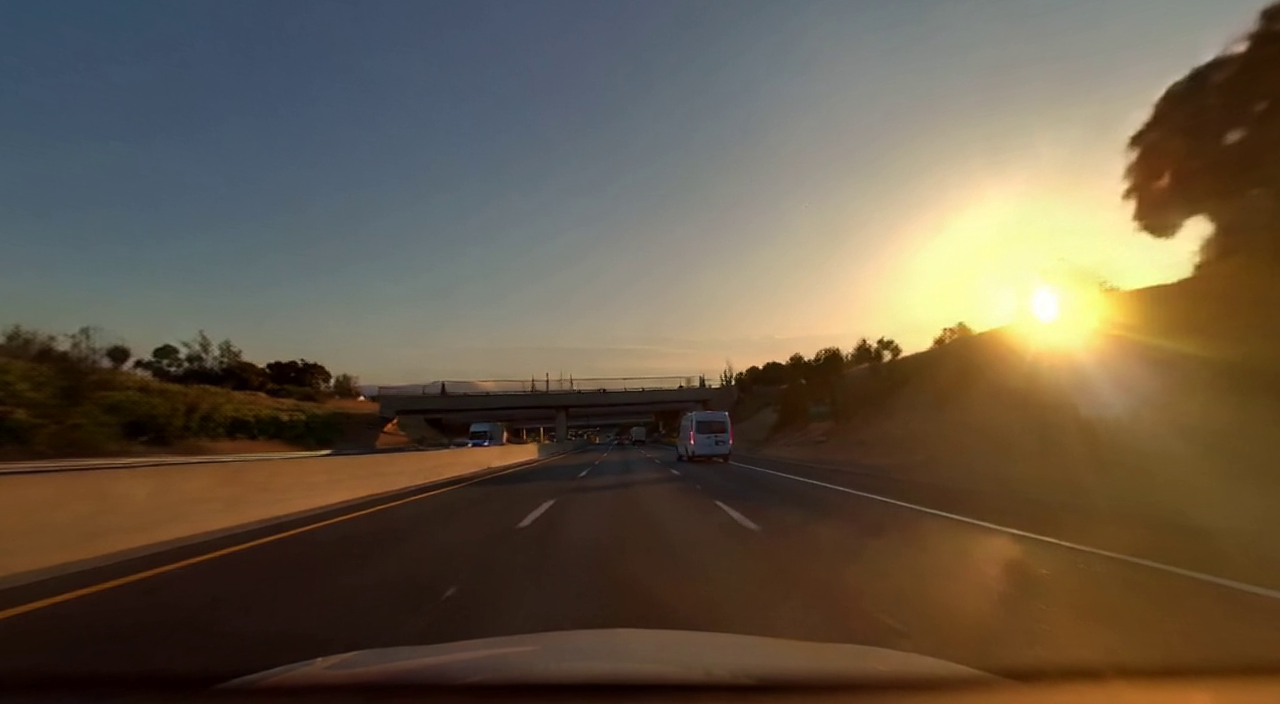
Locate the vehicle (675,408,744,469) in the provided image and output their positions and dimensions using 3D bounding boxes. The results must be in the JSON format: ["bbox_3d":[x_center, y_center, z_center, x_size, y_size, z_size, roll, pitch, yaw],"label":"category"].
[{"bbox_3d":[3.280,4.316,31.407,2.431,2.667,6.921,0,-8,-2],"label":"vehicle"}]
